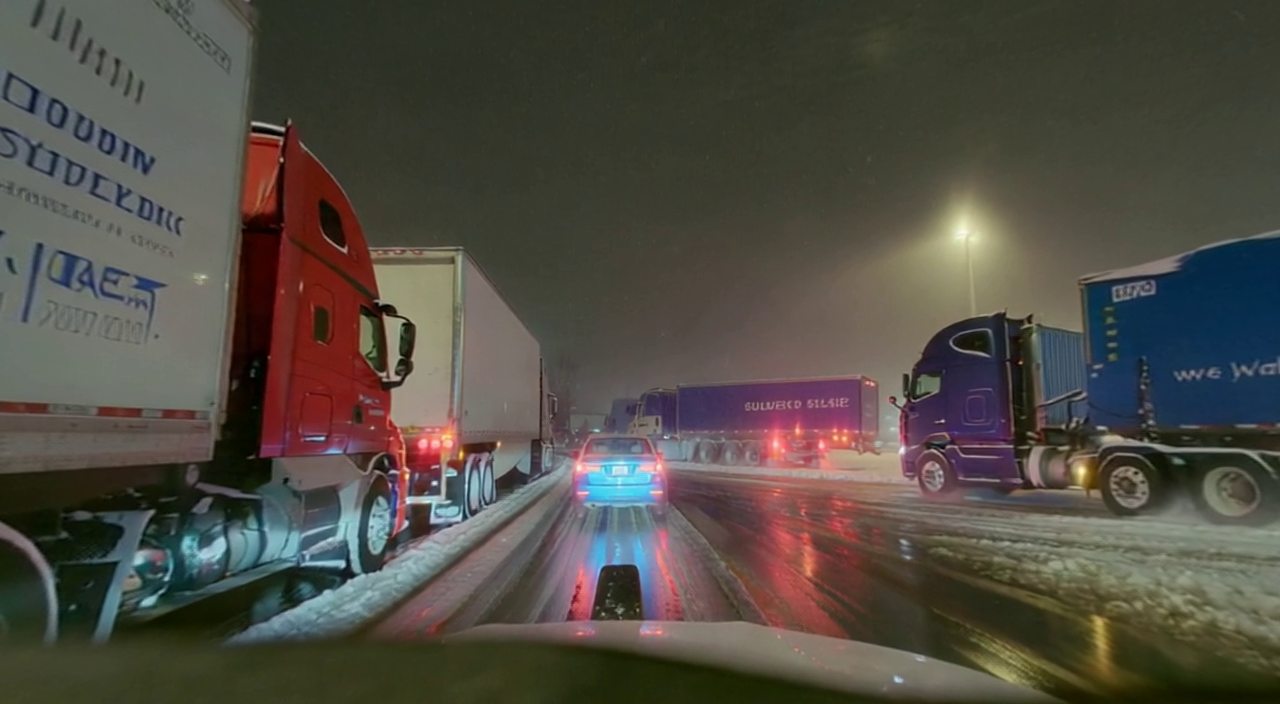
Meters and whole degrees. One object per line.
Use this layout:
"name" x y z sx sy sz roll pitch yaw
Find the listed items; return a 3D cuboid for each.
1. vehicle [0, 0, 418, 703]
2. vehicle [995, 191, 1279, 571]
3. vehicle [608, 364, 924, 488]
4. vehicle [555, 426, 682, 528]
"vehicle" -3.967 0.147 2.576 2.986 3.391 9.523 0 -9 -2
"vehicle" 11.153 -0.041 5.242 13.564 4.152 3.110 -9 -12 42
"vehicle" 4.276 3.334 27.231 2.877 4.124 14.516 4 -9 -41
"vehicle" -0.379 2.410 12.604 2.140 1.682 3.971 0 -9 0
